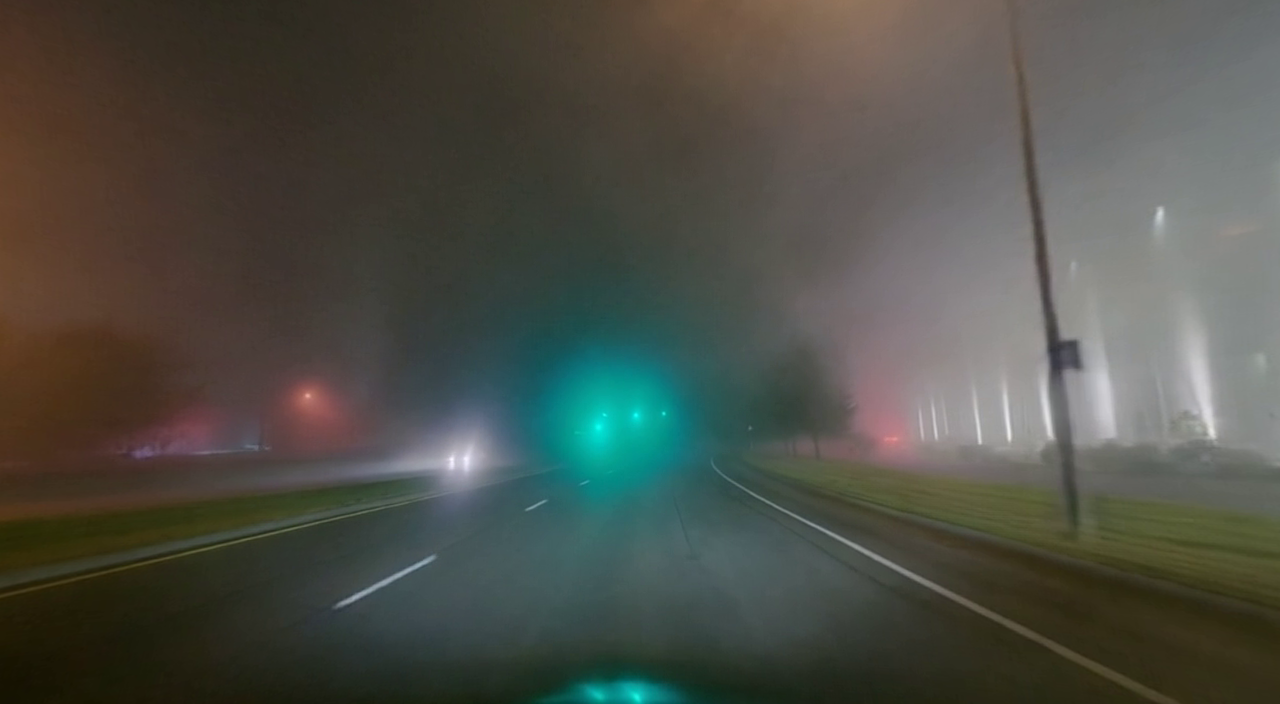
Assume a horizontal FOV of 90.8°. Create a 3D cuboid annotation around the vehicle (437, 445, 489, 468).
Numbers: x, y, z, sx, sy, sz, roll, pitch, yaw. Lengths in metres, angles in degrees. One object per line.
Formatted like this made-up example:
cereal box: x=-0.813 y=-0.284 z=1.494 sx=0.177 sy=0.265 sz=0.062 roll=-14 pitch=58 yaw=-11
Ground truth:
vehicle: x=-12.506 y=7.382 z=44.936 sx=1.842 sy=1.529 sz=4.356 roll=-1 pitch=-9 yaw=9
